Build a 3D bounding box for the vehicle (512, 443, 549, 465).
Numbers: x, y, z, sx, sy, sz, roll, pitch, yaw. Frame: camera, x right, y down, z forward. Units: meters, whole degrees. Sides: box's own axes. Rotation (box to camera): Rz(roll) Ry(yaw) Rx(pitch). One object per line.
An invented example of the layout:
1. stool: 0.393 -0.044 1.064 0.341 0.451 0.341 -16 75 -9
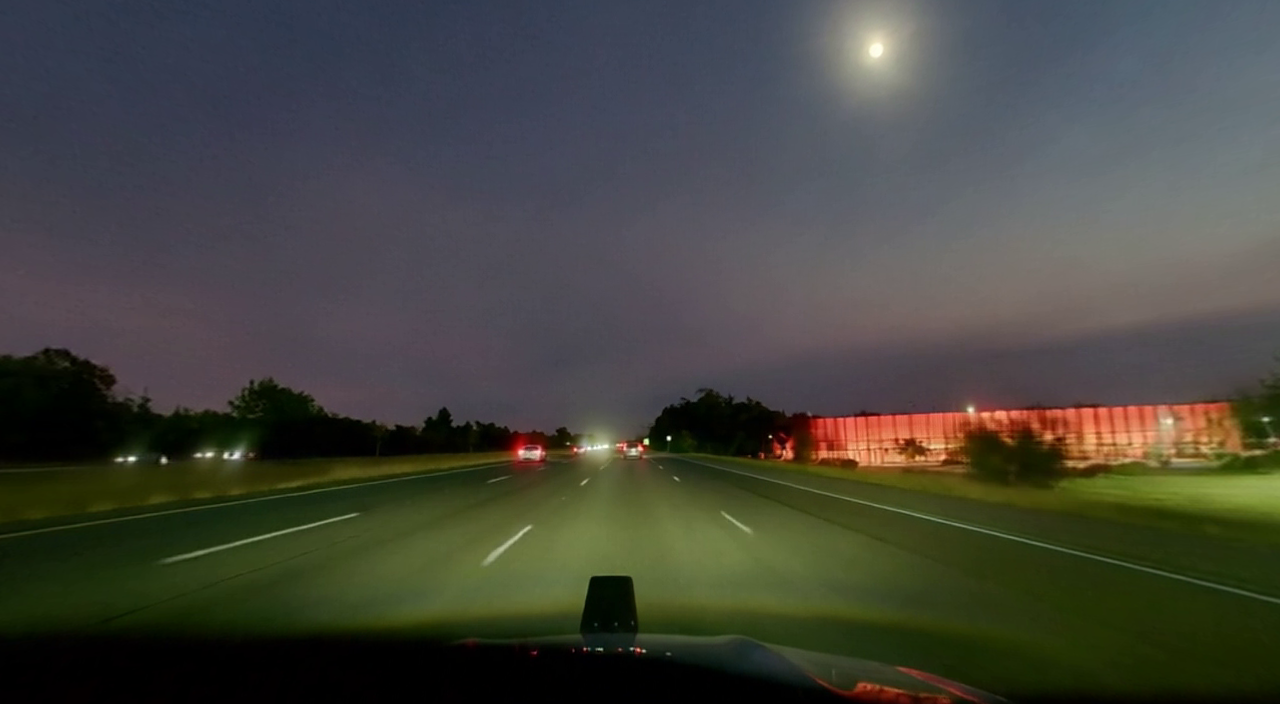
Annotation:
1. vehicle: -8.015 7.519 46.710 1.991 1.572 4.314 0 -9 0
